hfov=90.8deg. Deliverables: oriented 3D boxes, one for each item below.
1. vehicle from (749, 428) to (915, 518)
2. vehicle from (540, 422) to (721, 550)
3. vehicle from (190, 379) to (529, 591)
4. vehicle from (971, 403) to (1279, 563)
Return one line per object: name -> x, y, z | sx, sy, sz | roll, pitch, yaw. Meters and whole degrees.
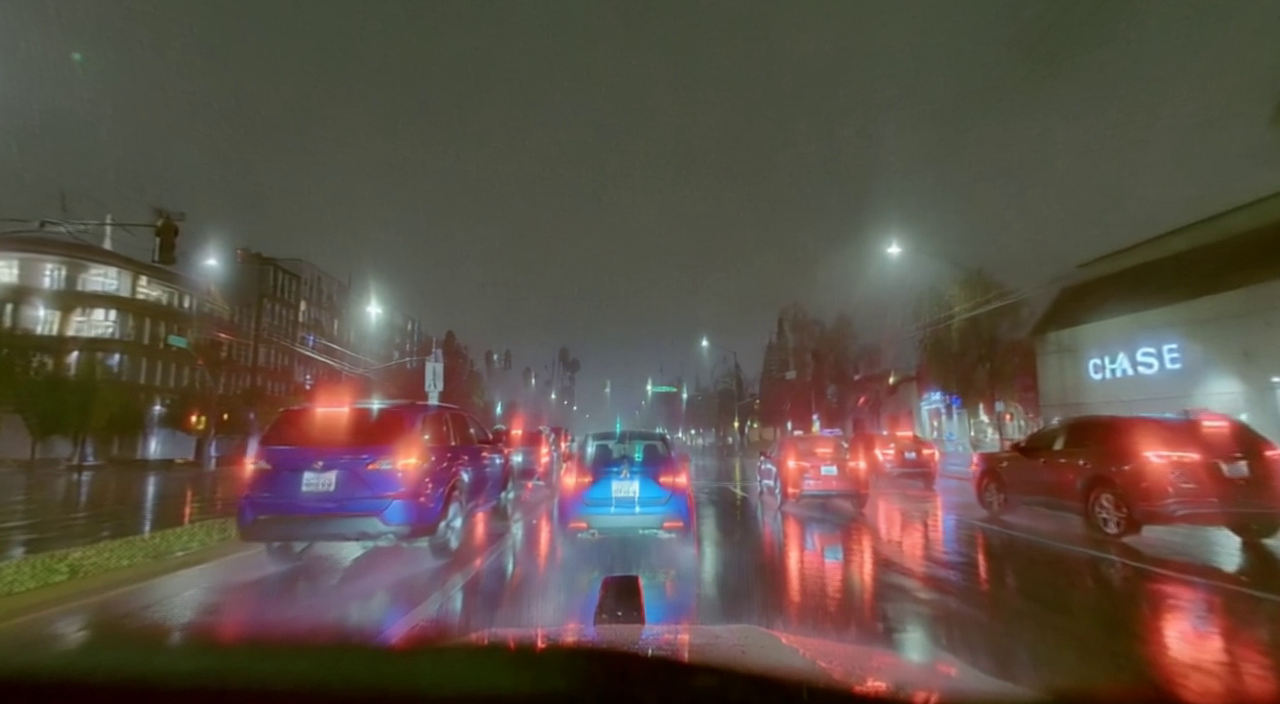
vehicle -> 3.578, 2.337, 12.744 | 1.861, 1.473, 4.393 | 0, -8, -2
vehicle -> -0.145, 1.859, 9.421 | 2.097, 1.480, 4.006 | 0, -8, -1
vehicle -> -2.849, 1.495, 7.917 | 2.064, 1.825, 4.760 | 0, -8, 0
vehicle -> 7.247, 1.777, 9.345 | 2.068, 1.731, 4.752 | 0, -8, 0
